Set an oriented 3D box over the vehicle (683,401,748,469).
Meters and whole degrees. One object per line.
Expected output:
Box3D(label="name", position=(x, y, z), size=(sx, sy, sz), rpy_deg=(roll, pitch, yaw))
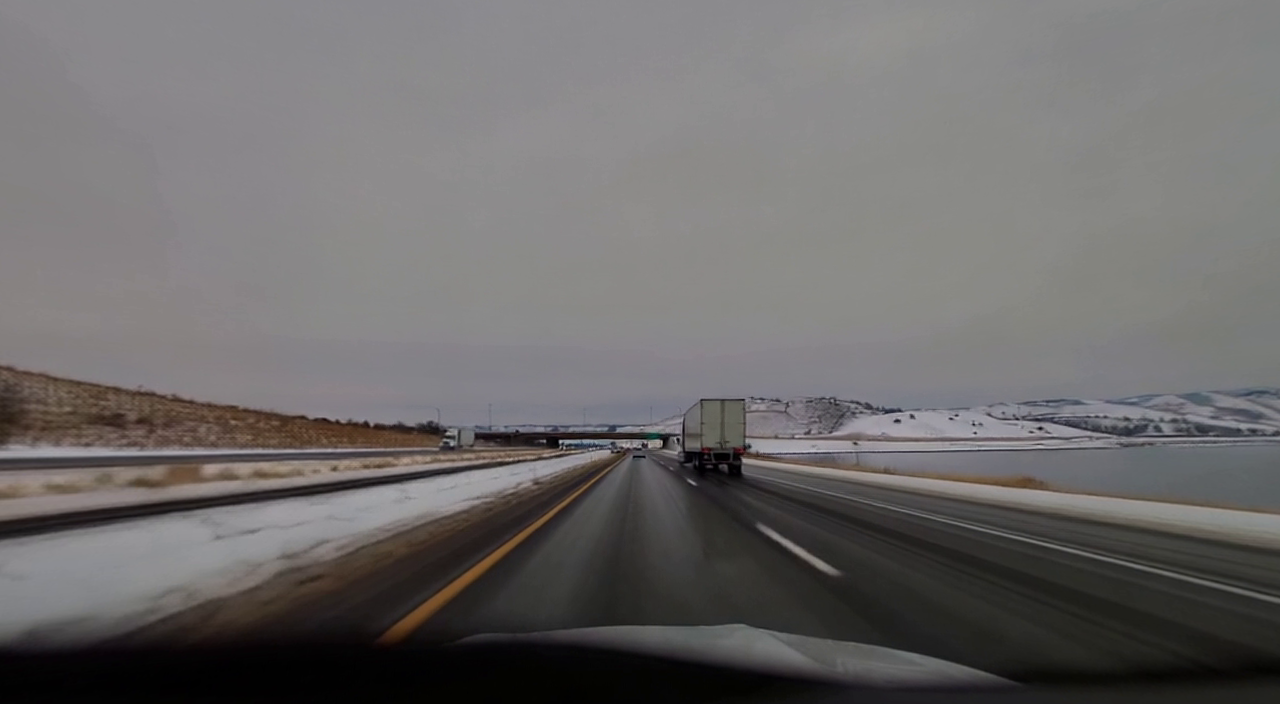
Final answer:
Box3D(label="vehicle", position=(4.953, 5.968, 44.253), size=(3.035, 4.005, 13.454), rpy_deg=(0, -9, 1))
